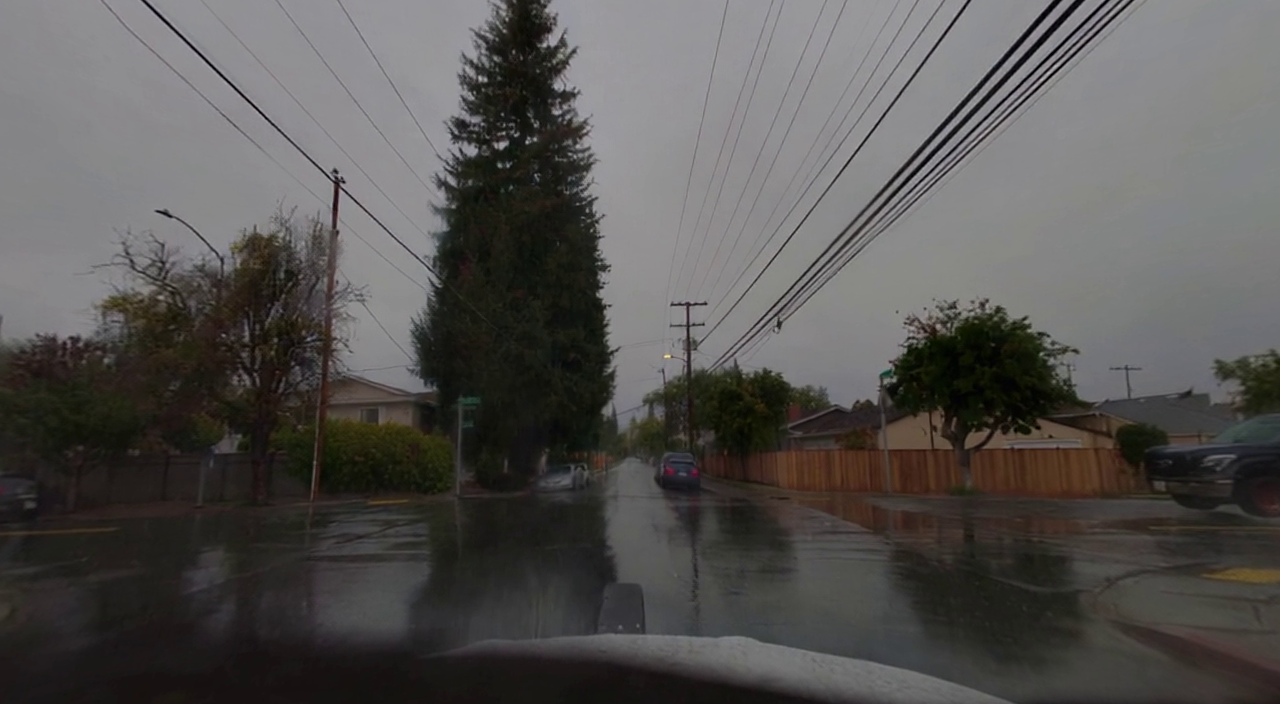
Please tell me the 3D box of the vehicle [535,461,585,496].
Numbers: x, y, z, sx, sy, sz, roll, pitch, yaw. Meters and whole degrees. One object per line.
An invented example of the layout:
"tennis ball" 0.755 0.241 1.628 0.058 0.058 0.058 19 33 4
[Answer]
"vehicle" -4.296 6.919 34.635 2.189 1.771 4.571 0 -11 -1

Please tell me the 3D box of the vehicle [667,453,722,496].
"vehicle" 2.582 5.950 31.072 2.051 1.874 4.459 0 -8 -3

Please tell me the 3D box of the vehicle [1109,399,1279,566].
"vehicle" 9.695 1.688 8.570 4.677 1.949 2.334 -1 -8 3
